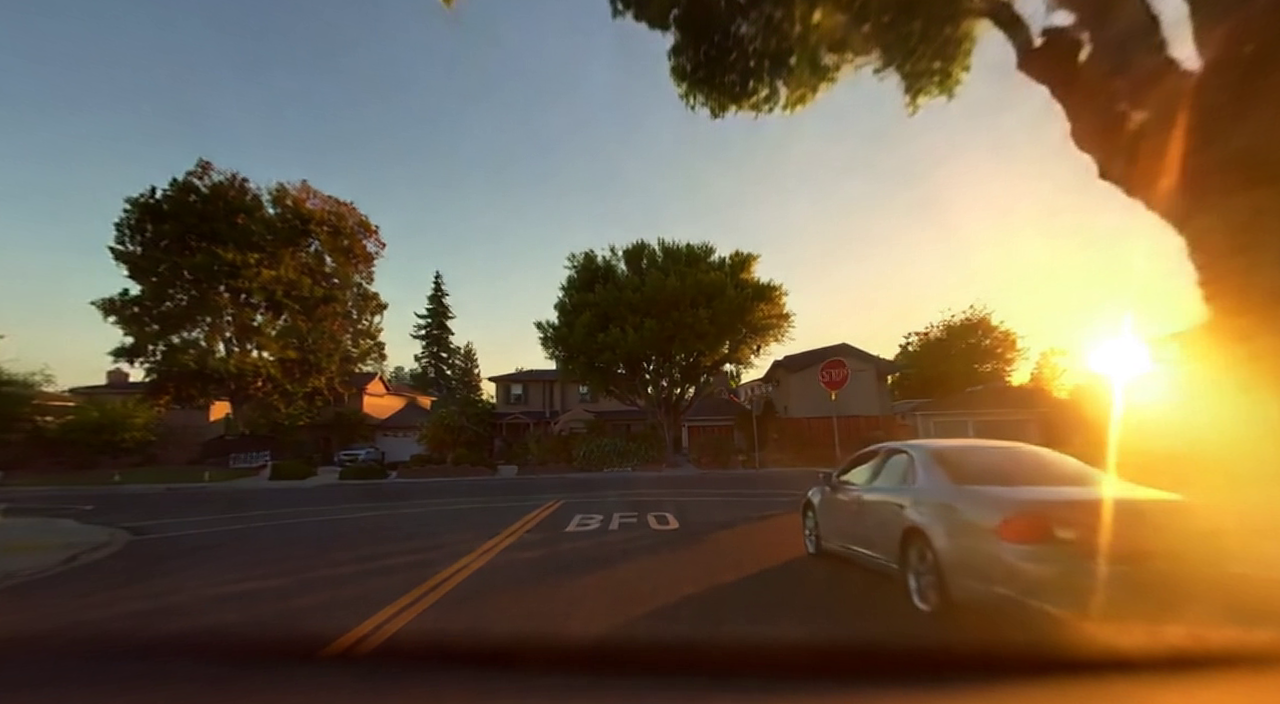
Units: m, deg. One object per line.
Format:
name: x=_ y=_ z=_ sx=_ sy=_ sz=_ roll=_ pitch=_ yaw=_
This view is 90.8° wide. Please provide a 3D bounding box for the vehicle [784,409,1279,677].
vehicle: x=3.031 y=1.416 z=5.909 sx=2.167 sy=1.479 sz=4.597 roll=0 pitch=-9 yaw=-1
